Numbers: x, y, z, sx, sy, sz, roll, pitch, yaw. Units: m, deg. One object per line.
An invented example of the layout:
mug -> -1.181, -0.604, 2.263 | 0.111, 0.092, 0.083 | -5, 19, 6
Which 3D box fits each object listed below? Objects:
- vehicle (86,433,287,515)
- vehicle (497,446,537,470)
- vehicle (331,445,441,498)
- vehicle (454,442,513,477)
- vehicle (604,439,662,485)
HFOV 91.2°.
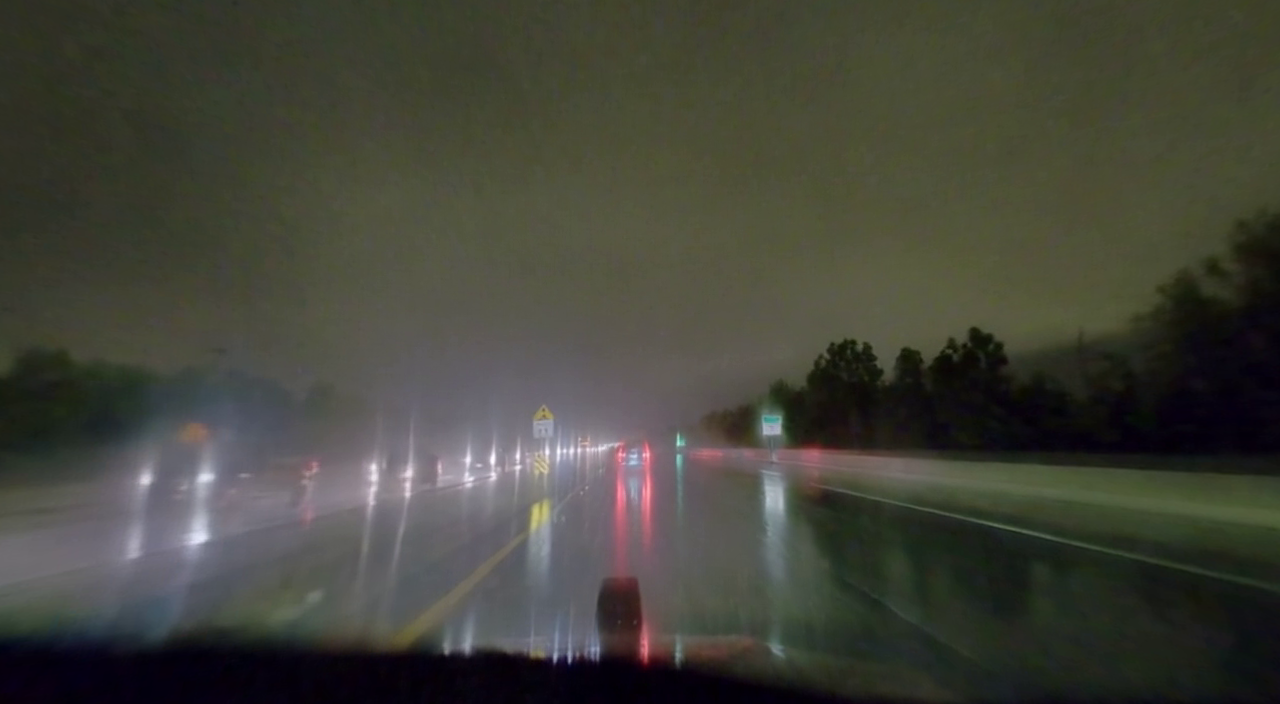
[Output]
vehicle -> -12.524, 3.384, 17.871 | 2.119, 1.974, 4.823 | 0, -9, -1
vehicle -> -8.786, 7.598, 45.090 | 1.977, 1.549, 4.521 | 0, -9, -1
vehicle -> -8.318, 3.930, 21.010 | 1.911, 1.535, 4.238 | 0, -9, 0
vehicle -> -8.188, 5.667, 33.170 | 1.981, 1.681, 4.398 | 0, -9, 0
vehicle -> -0.263, 4.074, 23.467 | 1.971, 1.518, 4.108 | 0, -9, -1
